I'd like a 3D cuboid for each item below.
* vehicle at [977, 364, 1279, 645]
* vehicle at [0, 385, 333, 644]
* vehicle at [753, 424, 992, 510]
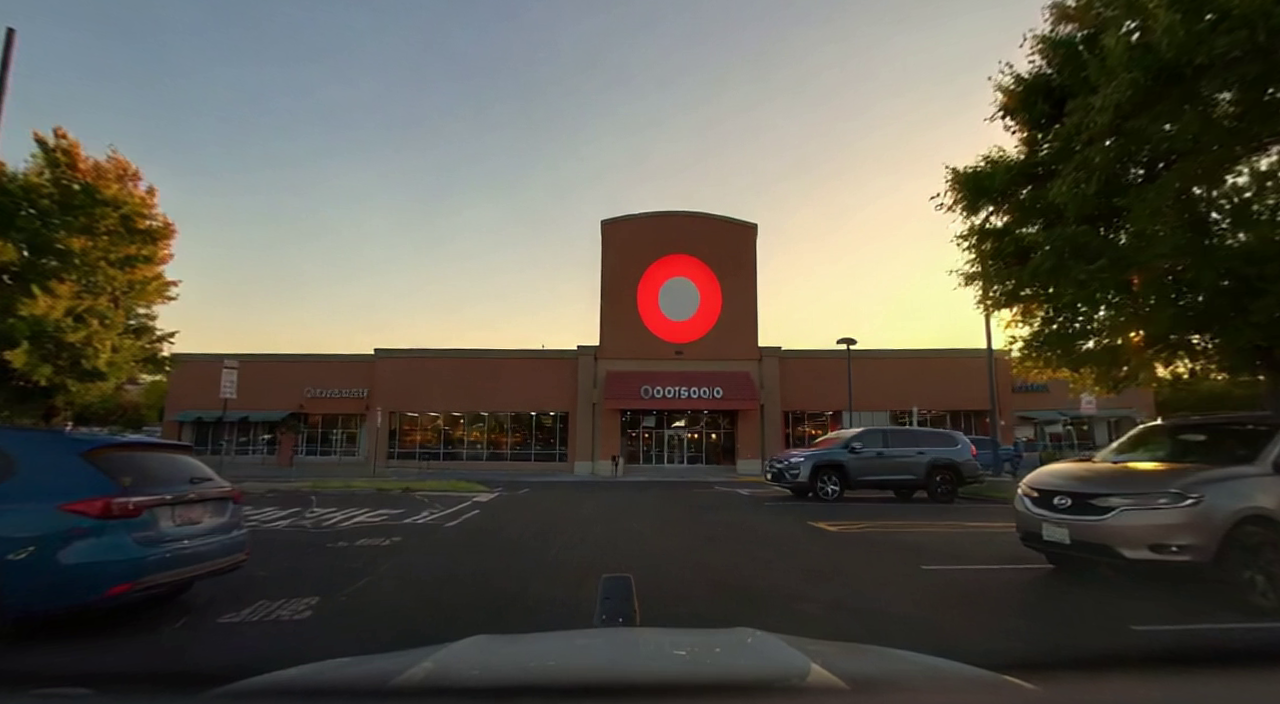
[{"bbox_3d":[6.553,1.283,5.835,5.517,1.946,2.410,1,-8,-3],"label":"vehicle"},{"bbox_3d":[-4.900,1.085,4.601,4.335,1.499,1.856,0,-8,-5],"label":"vehicle"},{"bbox_3d":[5.516,2.773,15.537,4.864,1.916,2.413,1,-8,-4],"label":"vehicle"}]
